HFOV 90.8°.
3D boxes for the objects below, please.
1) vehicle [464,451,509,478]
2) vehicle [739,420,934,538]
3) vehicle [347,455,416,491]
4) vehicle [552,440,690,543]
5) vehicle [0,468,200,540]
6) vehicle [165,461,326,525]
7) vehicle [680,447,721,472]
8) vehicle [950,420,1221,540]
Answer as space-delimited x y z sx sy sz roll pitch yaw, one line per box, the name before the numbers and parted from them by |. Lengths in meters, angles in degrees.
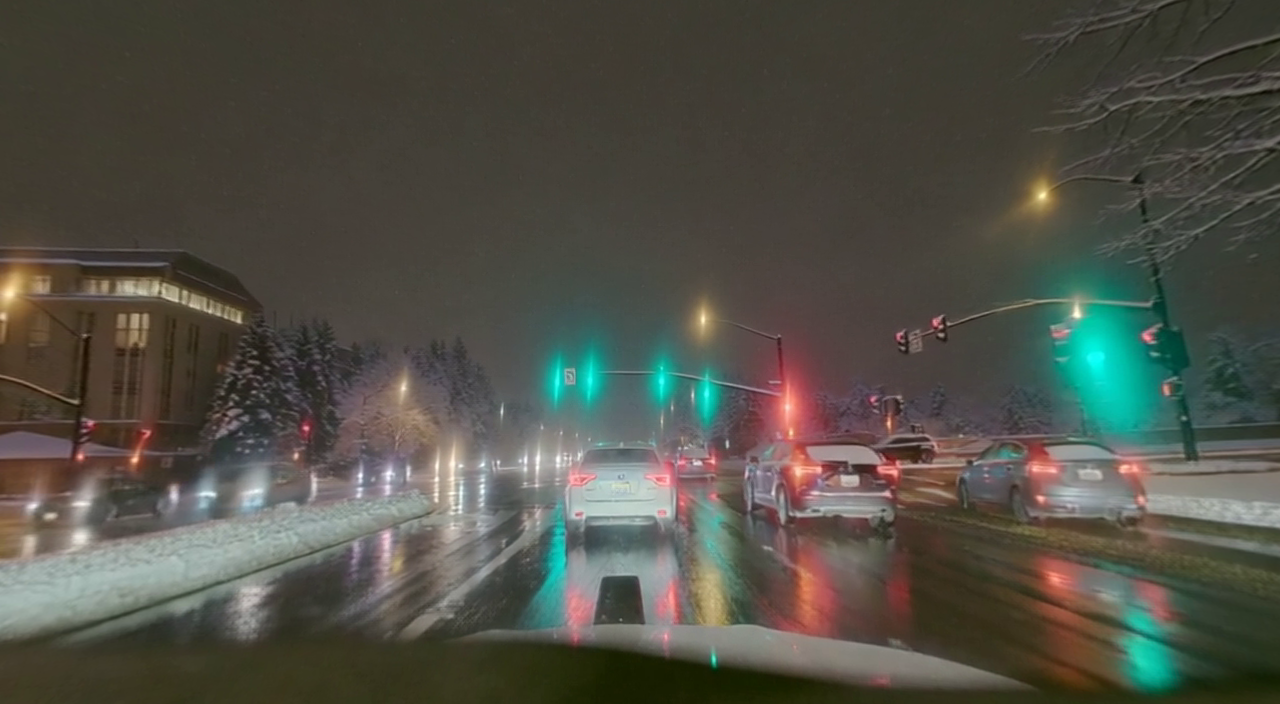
vehicle | -11.064 8.124 45.993 2.078 1.795 4.636 0 -8 1
vehicle | 3.371 2.285 11.996 2.107 1.773 4.557 0 -9 -2
vehicle | -14.758 6.906 36.370 1.908 1.797 4.620 0 -8 1
vehicle | -0.294 2.362 11.400 2.034 1.500 3.966 0 -8 -1
vehicle | -14.943 4.157 17.780 1.907 1.592 4.373 0 -9 1
vehicle | -11.597 4.147 19.027 1.992 1.562 4.361 0 -9 1
vehicle | 3.753 6.775 40.110 2.123 1.455 4.318 0 -8 -1
vehicle | 7.671 2.224 11.595 2.039 1.760 4.319 -1 -9 5
